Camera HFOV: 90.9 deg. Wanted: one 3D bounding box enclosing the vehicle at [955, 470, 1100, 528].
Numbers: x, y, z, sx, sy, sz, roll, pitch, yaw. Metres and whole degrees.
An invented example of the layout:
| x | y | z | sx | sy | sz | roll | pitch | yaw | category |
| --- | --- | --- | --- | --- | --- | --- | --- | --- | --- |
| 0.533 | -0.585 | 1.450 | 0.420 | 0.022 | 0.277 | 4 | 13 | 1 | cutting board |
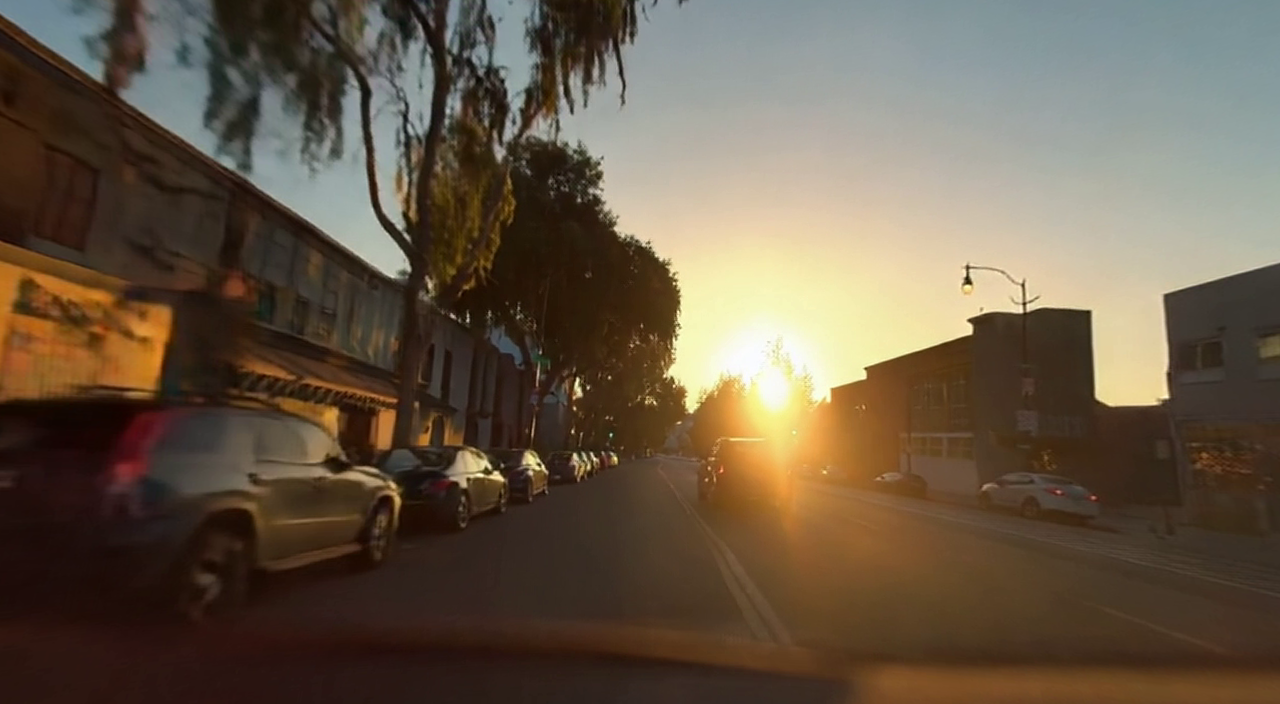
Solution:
| x | y | z | sx | sy | sz | roll | pitch | yaw | category |
| --- | --- | --- | --- | --- | --- | --- | --- | --- | --- |
| 13.567 | 5.156 | 22.459 | 2.189 | 1.753 | 4.376 | 3 | -11 | -3 | vehicle |

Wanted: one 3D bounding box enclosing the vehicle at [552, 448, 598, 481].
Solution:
| x | y | z | sx | sy | sz | roll | pitch | yaw | category |
| --- | --- | --- | --- | --- | --- | --- | --- | --- | --- |
| -3.125 | 5.474 | 31.063 | 1.842 | 1.497 | 4.238 | 0 | -9 | 0 | vehicle |

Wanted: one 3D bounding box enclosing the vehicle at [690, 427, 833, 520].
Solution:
| x | y | z | sx | sy | sz | roll | pitch | yaw | category |
| --- | --- | --- | --- | --- | --- | --- | --- | --- | --- |
| 2.752 | 2.974 | 16.074 | 2.411 | 1.899 | 5.993 | 0 | -9 | 0 | vehicle |

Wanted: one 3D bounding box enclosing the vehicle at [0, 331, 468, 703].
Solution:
| x | y | z | sx | sy | sz | roll | pitch | yaw | category |
| --- | --- | --- | --- | --- | --- | --- | --- | --- | --- |
| -3.551 | 1.199 | 5.719 | 2.171 | 1.816 | 5.274 | -1 | -9 | 4 | vehicle |

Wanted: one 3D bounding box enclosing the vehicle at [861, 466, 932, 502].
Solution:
| x | y | z | sx | sy | sz | roll | pitch | yaw | category |
| --- | --- | --- | --- | --- | --- | --- | --- | --- | --- |
| 13.622 | 7.018 | 33.787 | 1.866 | 1.554 | 4.393 | 3 | -8 | -2 | vehicle |

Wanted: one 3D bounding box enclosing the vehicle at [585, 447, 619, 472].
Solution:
| x | y | z | sx | sy | sz | roll | pitch | yaw | category |
| --- | --- | --- | --- | --- | --- | --- | --- | --- | --- |
| -2.578 | 7.423 | 43.806 | 1.933 | 1.652 | 4.508 | 0 | -9 | 2 | vehicle |
